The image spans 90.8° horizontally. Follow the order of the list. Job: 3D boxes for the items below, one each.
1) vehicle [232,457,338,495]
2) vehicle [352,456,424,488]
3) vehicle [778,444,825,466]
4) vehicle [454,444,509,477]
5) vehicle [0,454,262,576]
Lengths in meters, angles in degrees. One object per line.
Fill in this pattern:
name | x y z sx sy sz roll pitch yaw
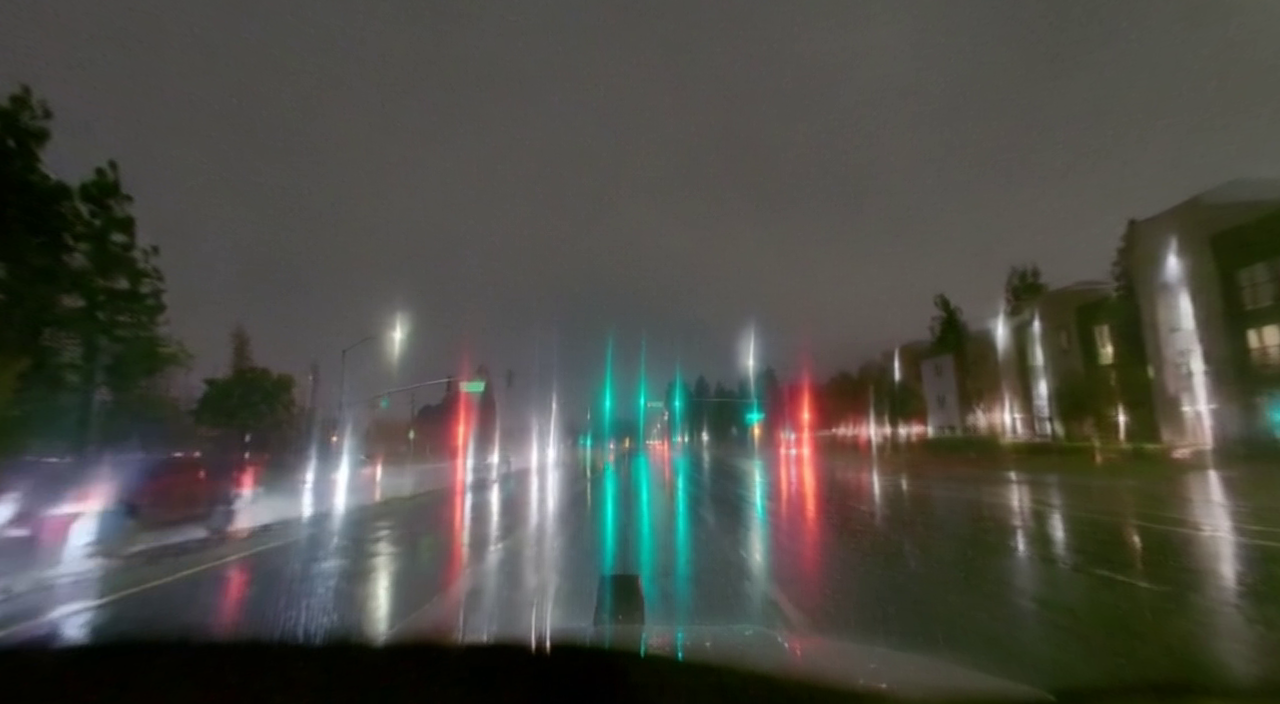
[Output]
vehicle | -15.451 5.390 27.845 1.989 1.460 4.711 0 -9 -1
vehicle | -11.830 5.622 29.927 1.880 1.344 3.782 0 -8 -1
vehicle | 11.469 7.363 45.164 1.955 1.455 4.727 0 -9 -2
vehicle | -8.939 6.161 36.095 2.035 1.711 4.463 0 -9 -1
vehicle | -8.515 2.399 10.162 2.140 1.460 4.449 0 -9 -1
